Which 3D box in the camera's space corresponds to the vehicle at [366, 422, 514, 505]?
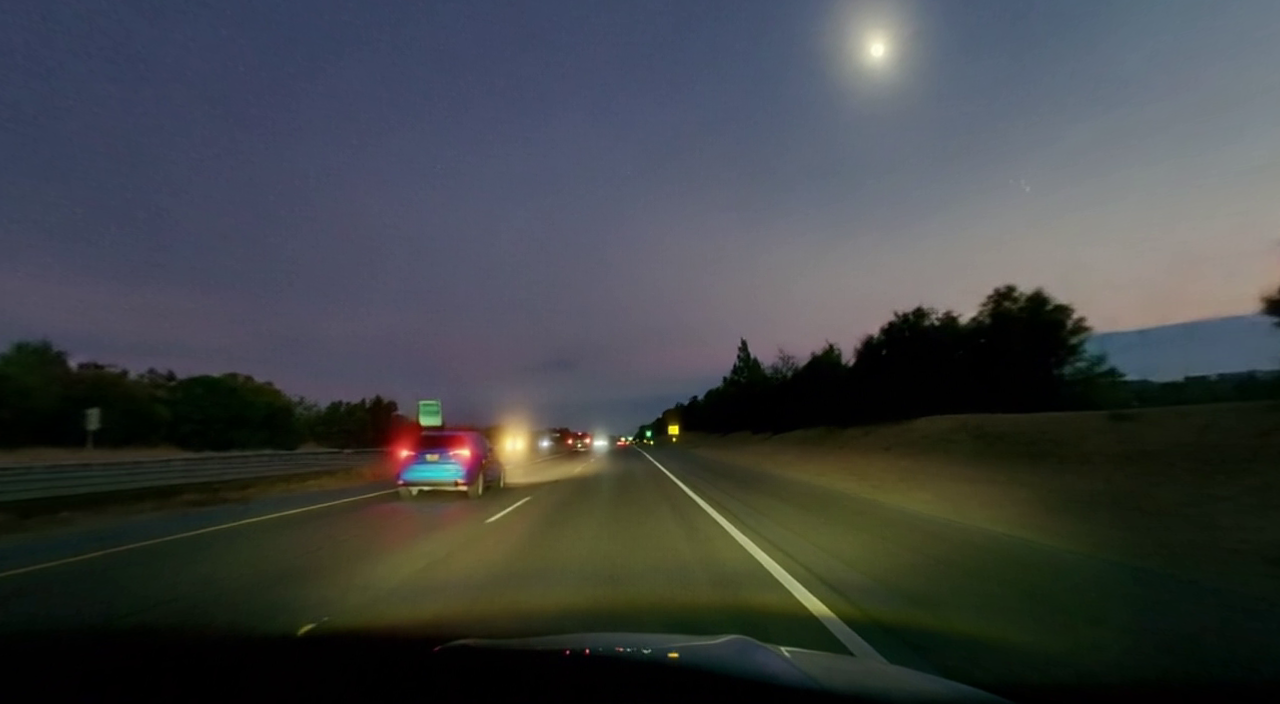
[{"bbox_3d":[-4.446,2.536,14.867,2.070,1.647,4.577,0,-8,-1],"label":"vehicle"}]
